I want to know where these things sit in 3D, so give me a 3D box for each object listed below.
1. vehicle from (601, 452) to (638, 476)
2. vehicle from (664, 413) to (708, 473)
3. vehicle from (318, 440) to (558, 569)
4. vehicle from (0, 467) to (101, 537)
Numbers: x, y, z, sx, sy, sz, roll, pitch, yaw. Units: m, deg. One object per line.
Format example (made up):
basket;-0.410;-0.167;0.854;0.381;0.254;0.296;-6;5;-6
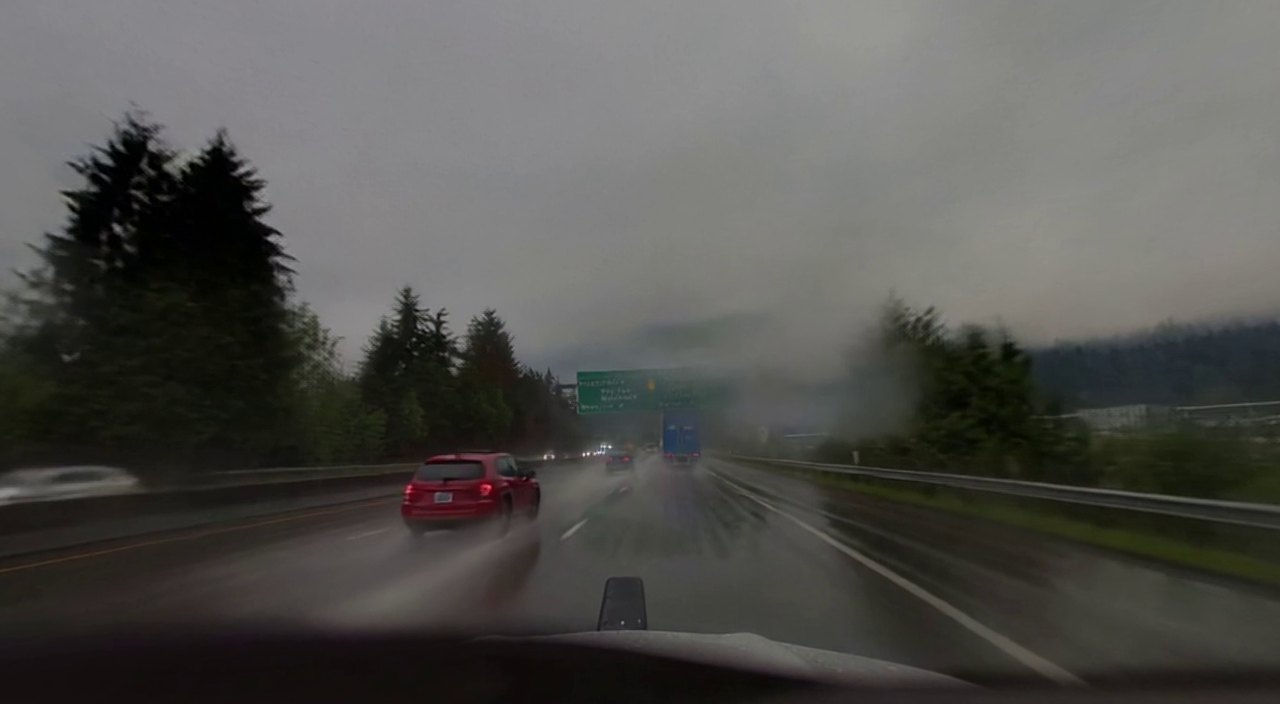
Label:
vehicle;-1.261;7.196;40.773;2.045;1.430;3.951;-1;-9;4
vehicle;3.442;7.306;49.965;2.960;4.018;13.834;-1;-9;2
vehicle;-2.755;2.214;9.976;2.039;1.532;4.610;-1;-9;3
vehicle;-14.524;3.257;13.605;1.844;1.424;4.319;-1;-9;2
